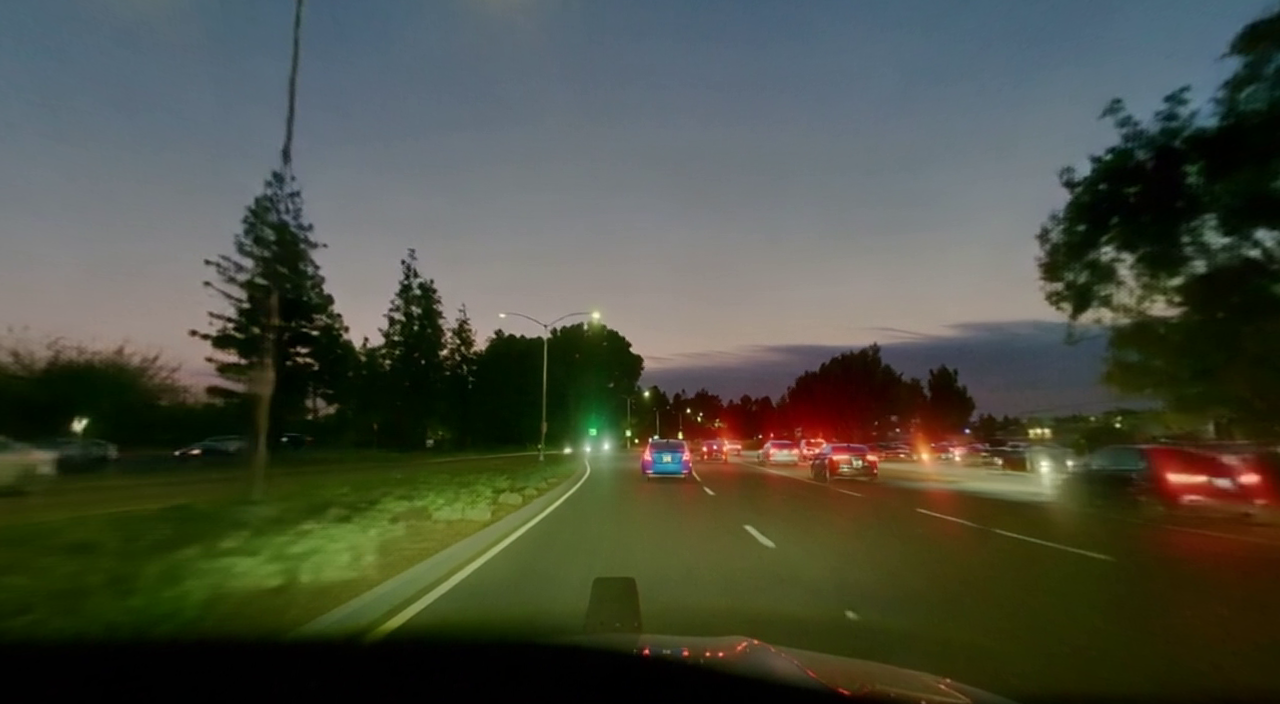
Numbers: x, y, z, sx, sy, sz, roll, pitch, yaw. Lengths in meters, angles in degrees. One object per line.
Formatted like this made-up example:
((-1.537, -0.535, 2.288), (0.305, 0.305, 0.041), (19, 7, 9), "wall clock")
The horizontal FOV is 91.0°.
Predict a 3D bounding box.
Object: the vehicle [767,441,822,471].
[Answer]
((8.187, 5.529, 33.755), (1.928, 1.488, 4.361), (0, -8, 1), "vehicle")

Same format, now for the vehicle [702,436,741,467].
((5.052, 6.225, 39.575), (1.976, 1.796, 4.159), (0, -8, 2), "vehicle")

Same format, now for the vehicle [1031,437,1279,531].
((11.423, 2.819, 14.202), (2.106, 1.719, 4.830), (0, -8, 0), "vehicle")

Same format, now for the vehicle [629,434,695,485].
((0.739, 3.801, 22.564), (2.145, 1.603, 4.369), (0, -8, 1), "vehicle")
